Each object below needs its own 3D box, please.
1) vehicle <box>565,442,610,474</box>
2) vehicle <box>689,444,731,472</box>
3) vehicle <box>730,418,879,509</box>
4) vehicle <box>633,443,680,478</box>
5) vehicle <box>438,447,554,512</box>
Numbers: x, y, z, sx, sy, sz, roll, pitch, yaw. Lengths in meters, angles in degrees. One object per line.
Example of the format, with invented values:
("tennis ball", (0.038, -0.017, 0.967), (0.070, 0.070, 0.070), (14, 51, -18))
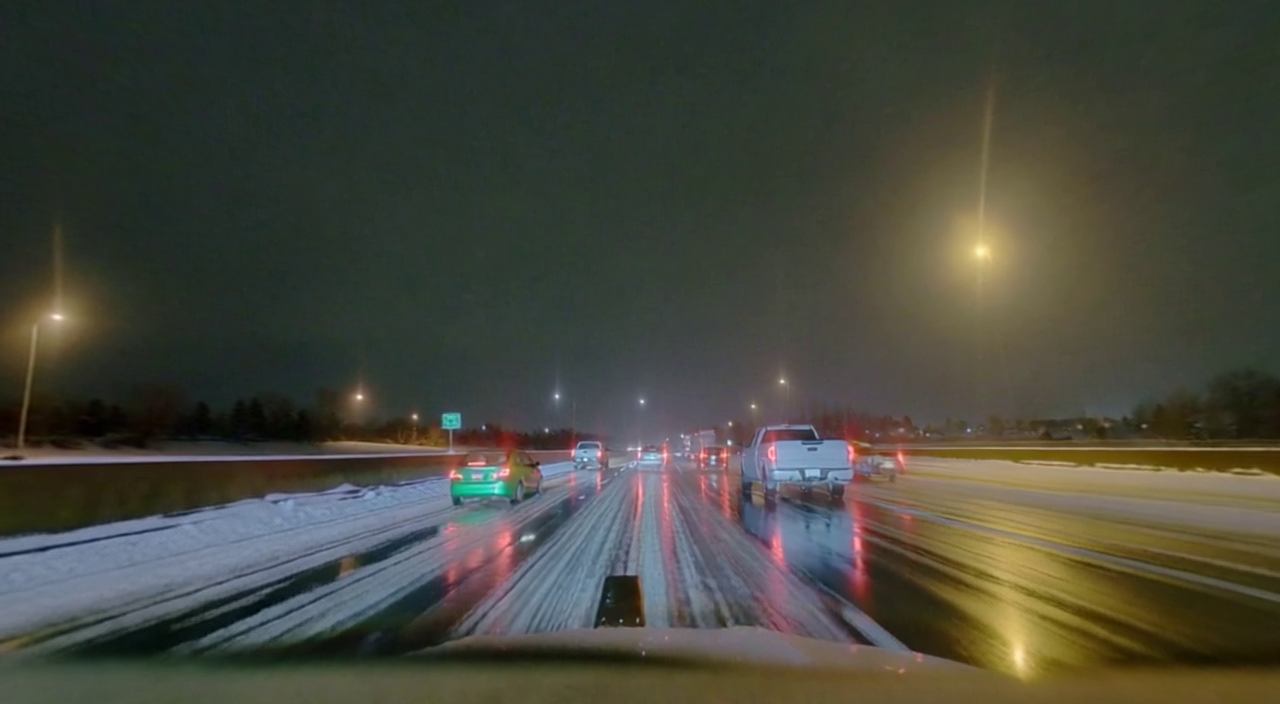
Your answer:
("vehicle", (-3.066, 6.341, 38.032), (2.176, 1.783, 4.799), (0, -9, 1))
("vehicle", (4.460, 6.813, 40.725), (2.145, 1.636, 4.437), (0, -9, 0))
("vehicle", (3.951, 2.824, 16.411), (2.340, 1.925, 5.529), (0, -9, 0))
("vehicle", (0.761, 5.281, 30.926), (2.147, 1.572, 4.094), (0, -9, 0))
("vehicle", (-3.553, 3.213, 16.419), (1.947, 1.424, 4.264), (0, -9, 1))
